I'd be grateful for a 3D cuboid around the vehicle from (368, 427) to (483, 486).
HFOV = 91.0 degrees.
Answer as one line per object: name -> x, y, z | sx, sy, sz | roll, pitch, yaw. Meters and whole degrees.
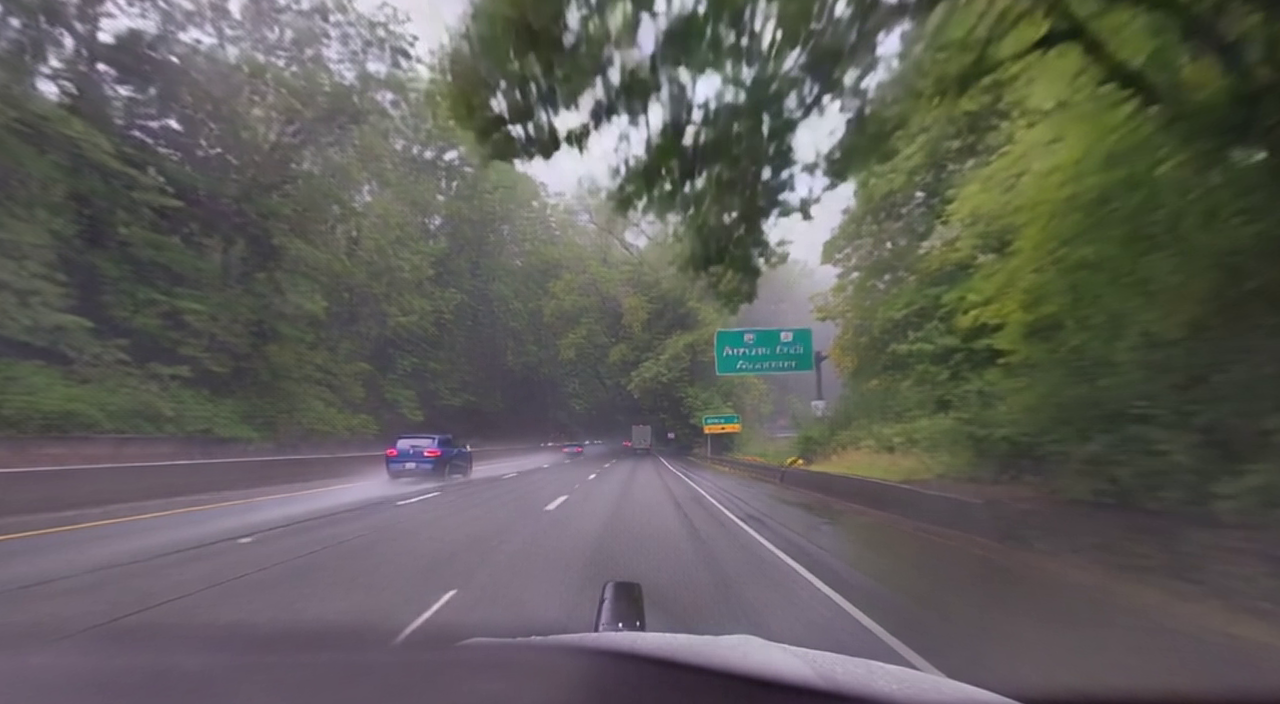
vehicle -> -7.214, 3.577, 21.819 | 2.253, 1.815, 4.618 | 0, -9, 1
